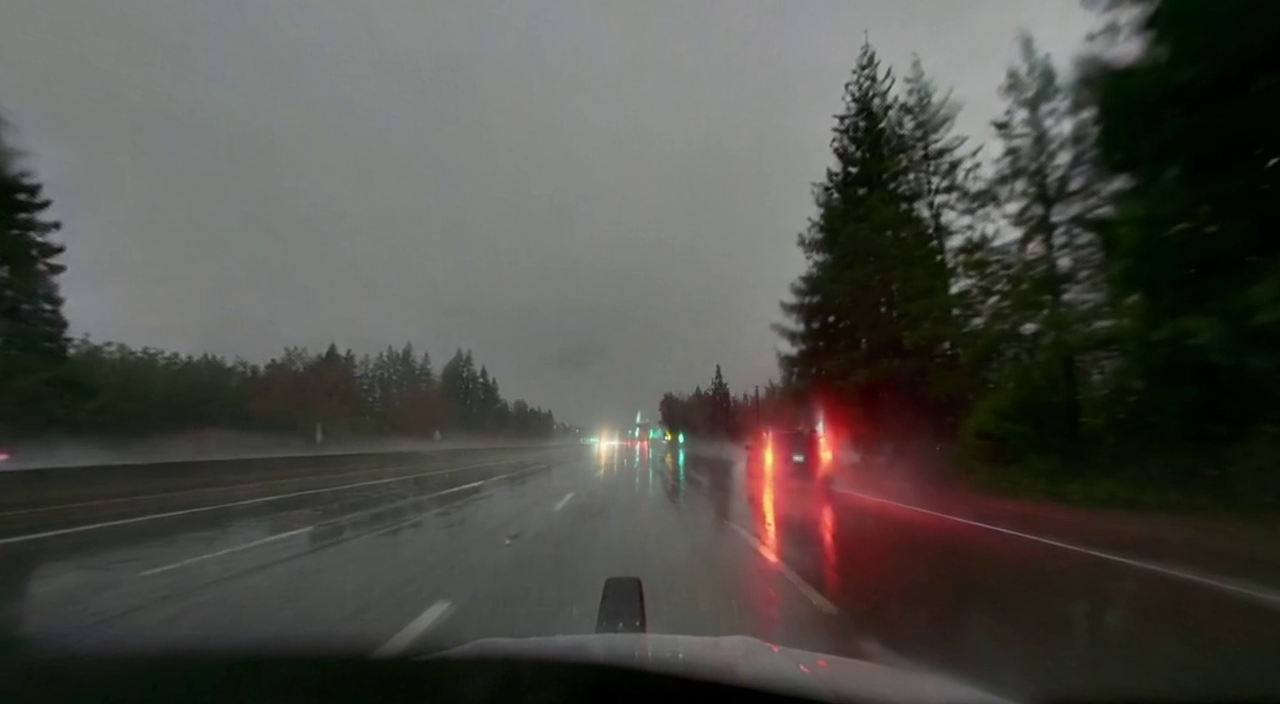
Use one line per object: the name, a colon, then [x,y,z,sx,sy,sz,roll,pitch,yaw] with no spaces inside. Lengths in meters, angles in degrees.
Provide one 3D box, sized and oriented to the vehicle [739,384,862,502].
vehicle: [3.748,2.177,15.340,1.928,2.466,2.982,-3,-8,-3]
